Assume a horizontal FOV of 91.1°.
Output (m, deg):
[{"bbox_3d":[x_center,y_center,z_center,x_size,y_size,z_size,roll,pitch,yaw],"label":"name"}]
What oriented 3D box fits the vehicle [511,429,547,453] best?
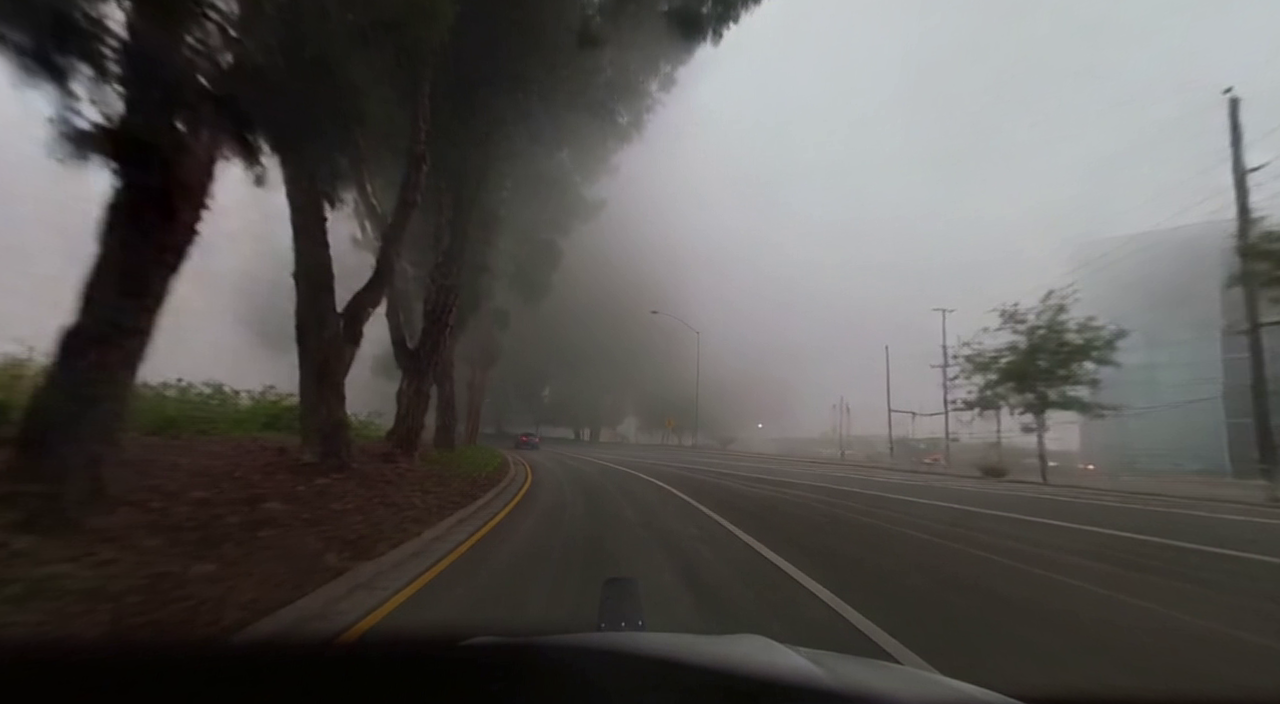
[{"bbox_3d":[-8.255,6.577,46.317,1.947,1.729,4.051,3,-9,-19],"label":"vehicle"}]
